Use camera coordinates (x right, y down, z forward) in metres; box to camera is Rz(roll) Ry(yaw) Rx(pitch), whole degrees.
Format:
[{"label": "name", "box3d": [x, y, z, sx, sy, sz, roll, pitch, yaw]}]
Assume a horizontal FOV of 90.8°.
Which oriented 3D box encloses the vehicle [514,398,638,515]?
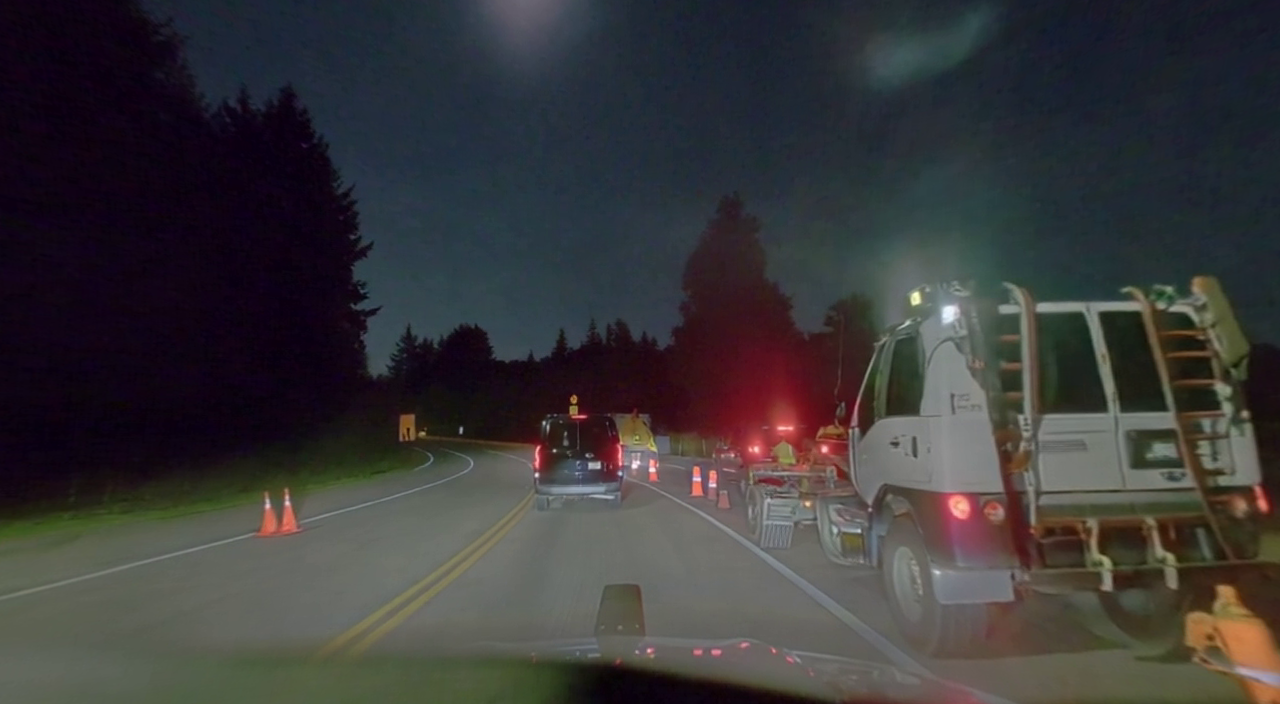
[{"label": "vehicle", "box3d": [-1.337, 2.383, 14.699, 2.362, 2.223, 4.892, 0, -9, -3]}]
